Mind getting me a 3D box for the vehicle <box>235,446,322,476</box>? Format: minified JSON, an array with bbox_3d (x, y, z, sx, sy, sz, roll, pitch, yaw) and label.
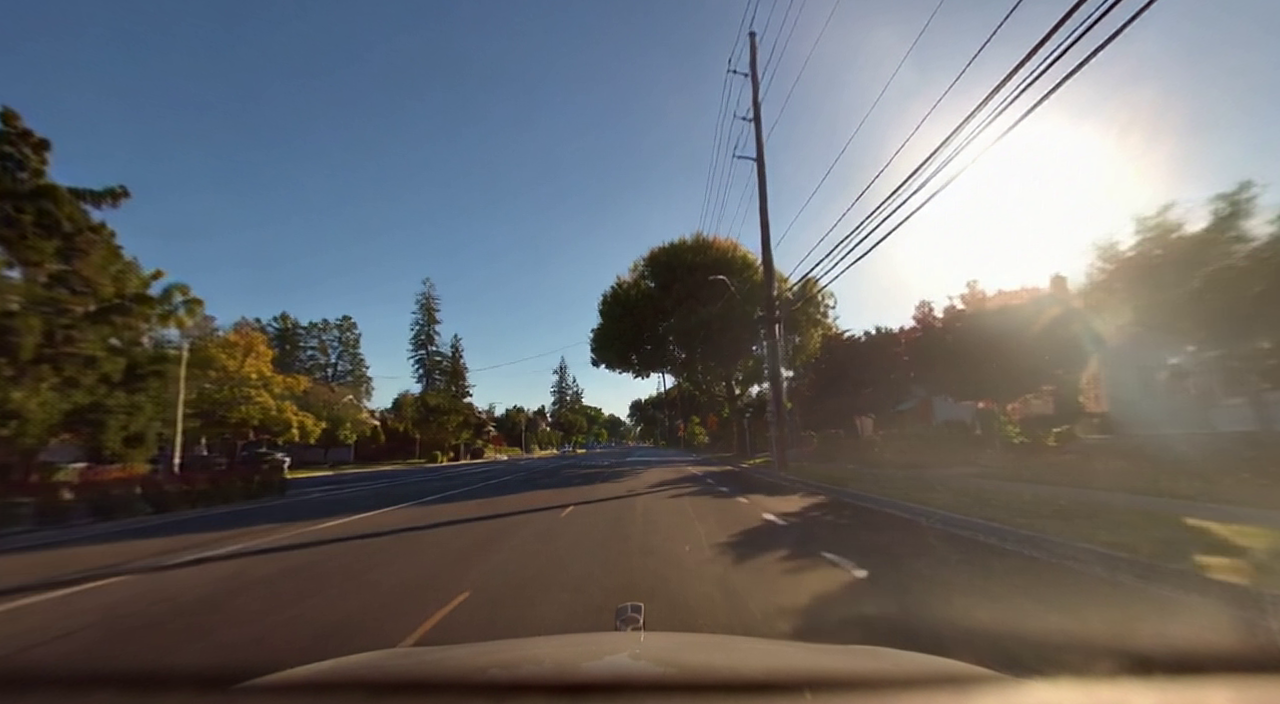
[{"bbox_3d":[-25.177,7.540,43.905,5.246,1.961,2.280,-3,-8,20],"label":"vehicle"}]
